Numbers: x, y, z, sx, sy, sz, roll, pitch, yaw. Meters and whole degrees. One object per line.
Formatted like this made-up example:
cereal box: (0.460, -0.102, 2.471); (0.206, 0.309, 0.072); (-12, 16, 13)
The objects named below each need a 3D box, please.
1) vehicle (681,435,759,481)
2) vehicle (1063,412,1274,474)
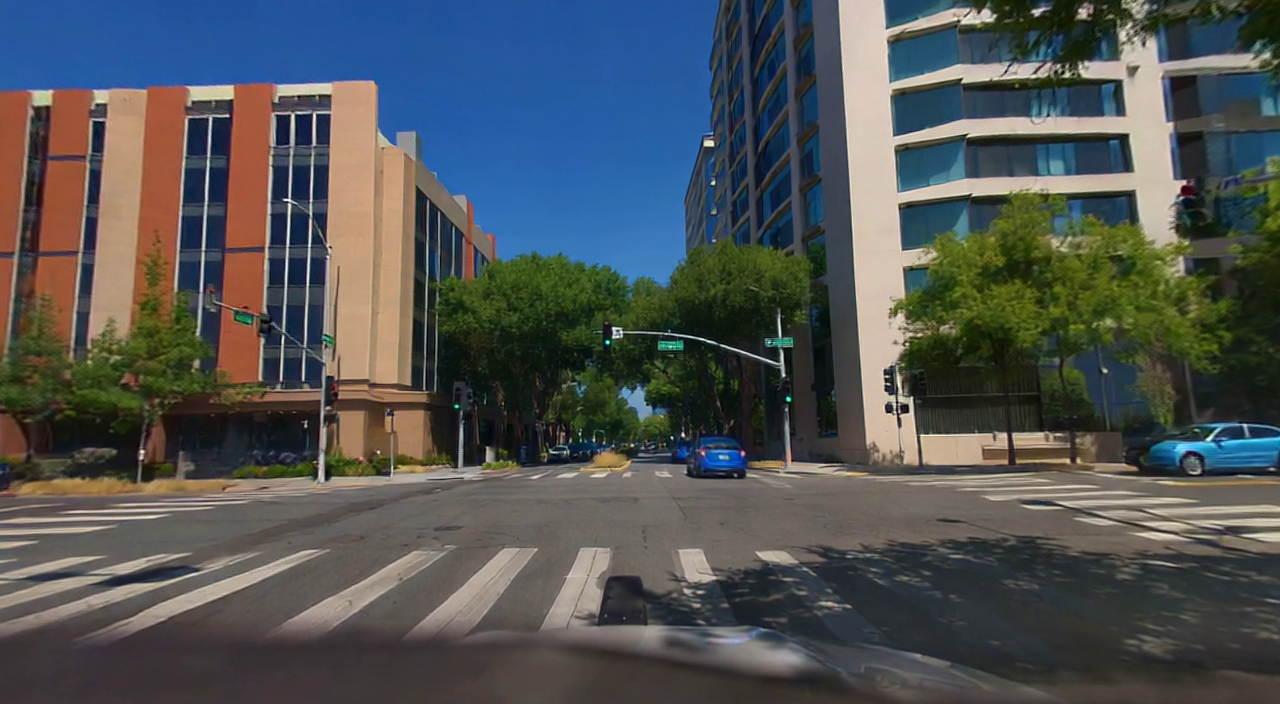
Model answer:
vehicle: (2.741, 3.767, 22.747); (2.039, 1.470, 4.355); (0, -8, -3)
vehicle: (16.917, 2.944, 20.411); (4.802, 1.860, 2.146); (0, -8, 1)
